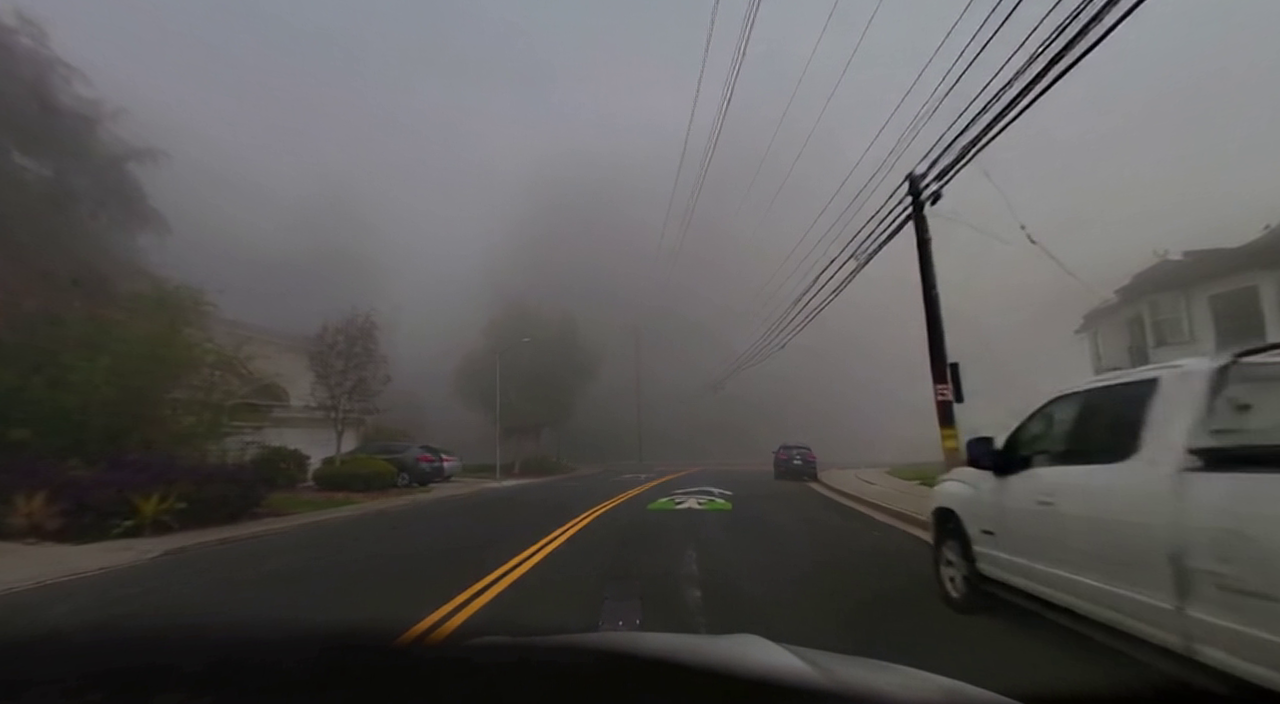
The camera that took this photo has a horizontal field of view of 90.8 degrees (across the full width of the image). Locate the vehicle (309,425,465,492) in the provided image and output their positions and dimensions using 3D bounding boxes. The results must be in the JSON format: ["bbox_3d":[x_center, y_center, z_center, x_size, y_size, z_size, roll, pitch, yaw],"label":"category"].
[{"bbox_3d":[-9.925,4.160,24.977,5.228,2.041,2.023,4,-8,9],"label":"vehicle"}]

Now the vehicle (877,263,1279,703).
[{"bbox_3d":[3.280,0.742,2.528,2.273,1.938,6.400,0,-9,1],"label":"vehicle"}]

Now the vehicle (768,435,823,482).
[{"bbox_3d":[6.795,4.636,27.773,2.070,1.847,4.457,-2,-9,13],"label":"vehicle"}]
